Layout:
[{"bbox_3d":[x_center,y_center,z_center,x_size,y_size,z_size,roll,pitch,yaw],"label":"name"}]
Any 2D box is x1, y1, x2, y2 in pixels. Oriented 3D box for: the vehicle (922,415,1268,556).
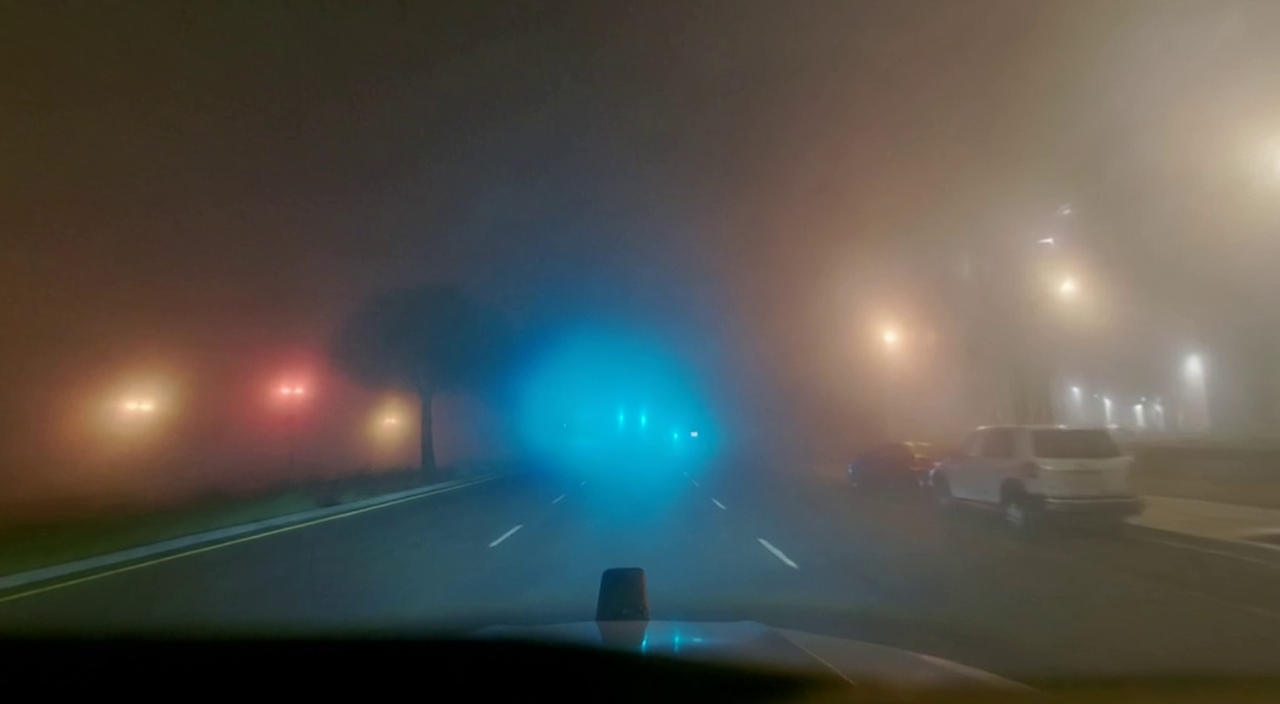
[{"bbox_3d":[6.587,1.969,10.086,1.980,1.675,4.854,-1,-8,2],"label":"vehicle"}]
